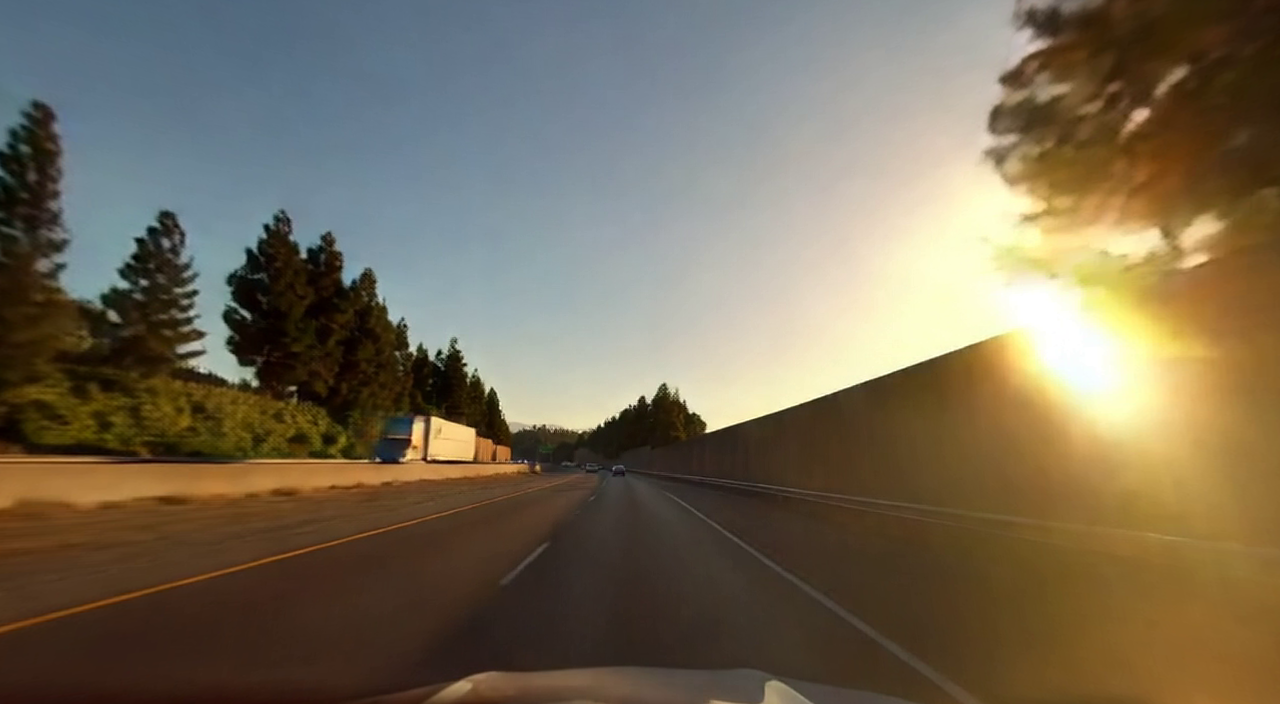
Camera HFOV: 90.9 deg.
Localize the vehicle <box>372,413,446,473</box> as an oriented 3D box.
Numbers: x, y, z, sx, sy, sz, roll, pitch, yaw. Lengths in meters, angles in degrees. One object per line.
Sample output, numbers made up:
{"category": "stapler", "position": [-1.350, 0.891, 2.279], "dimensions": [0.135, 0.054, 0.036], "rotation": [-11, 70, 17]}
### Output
{"category": "vehicle", "position": [-15.939, 6.416, 43.916], "dimensions": [3.006, 3.840, 5.721], "rotation": [1, -10, -2]}
